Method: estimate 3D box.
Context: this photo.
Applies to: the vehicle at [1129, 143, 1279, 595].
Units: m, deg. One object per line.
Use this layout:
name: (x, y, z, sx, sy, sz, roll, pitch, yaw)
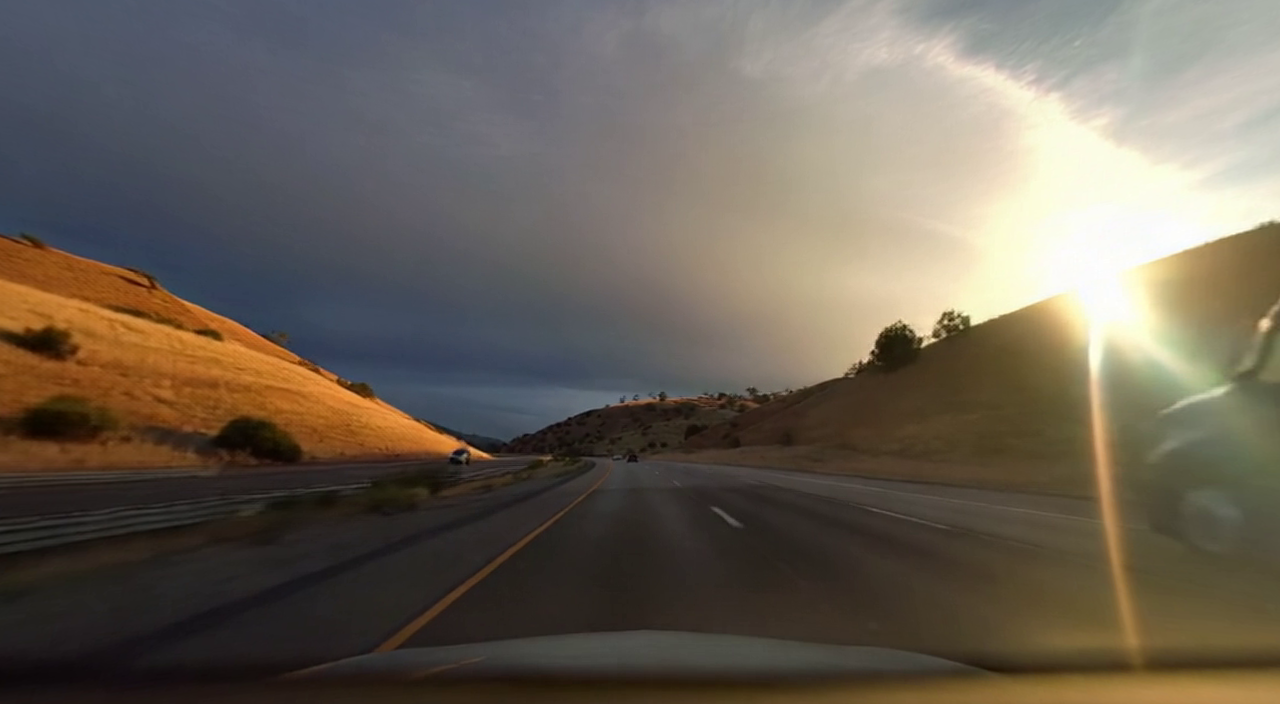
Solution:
vehicle: (7.445, -0.267, 2.865, 3.431, 4.023, 8.588, 0, -8, 0)
